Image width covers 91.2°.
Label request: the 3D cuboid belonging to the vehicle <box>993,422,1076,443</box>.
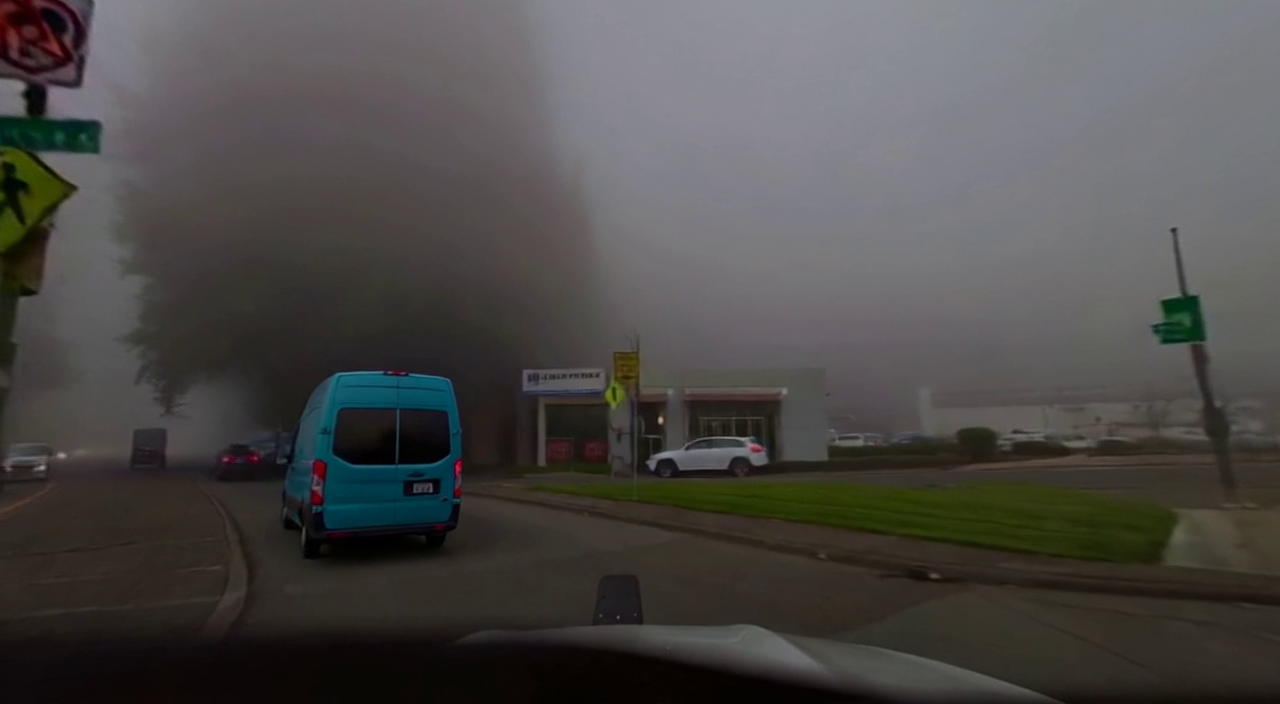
[{"bbox_3d":[30.024,6.186,47.813,2.003,1.520,4.883,6,-11,-34],"label":"vehicle"}]

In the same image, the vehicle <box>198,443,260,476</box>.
[{"bbox_3d":[-20.656,5.352,31.382,1.933,1.533,4.457,8,-11,-40],"label":"vehicle"}]

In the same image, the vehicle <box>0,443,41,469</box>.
[{"bbox_3d":[-42.633,7.025,42.451,1.938,1.688,4.523,6,-10,-32],"label":"vehicle"}]

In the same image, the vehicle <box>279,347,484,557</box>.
[{"bbox_3d":[-4.772,1.693,10.954,2.432,2.624,5.670,5,-10,-29],"label":"vehicle"}]

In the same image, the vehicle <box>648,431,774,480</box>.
[{"bbox_3d":[2.442,3.552,21.621,4.109,1.592,2.008,-1,-9,8],"label":"vehicle"}]
